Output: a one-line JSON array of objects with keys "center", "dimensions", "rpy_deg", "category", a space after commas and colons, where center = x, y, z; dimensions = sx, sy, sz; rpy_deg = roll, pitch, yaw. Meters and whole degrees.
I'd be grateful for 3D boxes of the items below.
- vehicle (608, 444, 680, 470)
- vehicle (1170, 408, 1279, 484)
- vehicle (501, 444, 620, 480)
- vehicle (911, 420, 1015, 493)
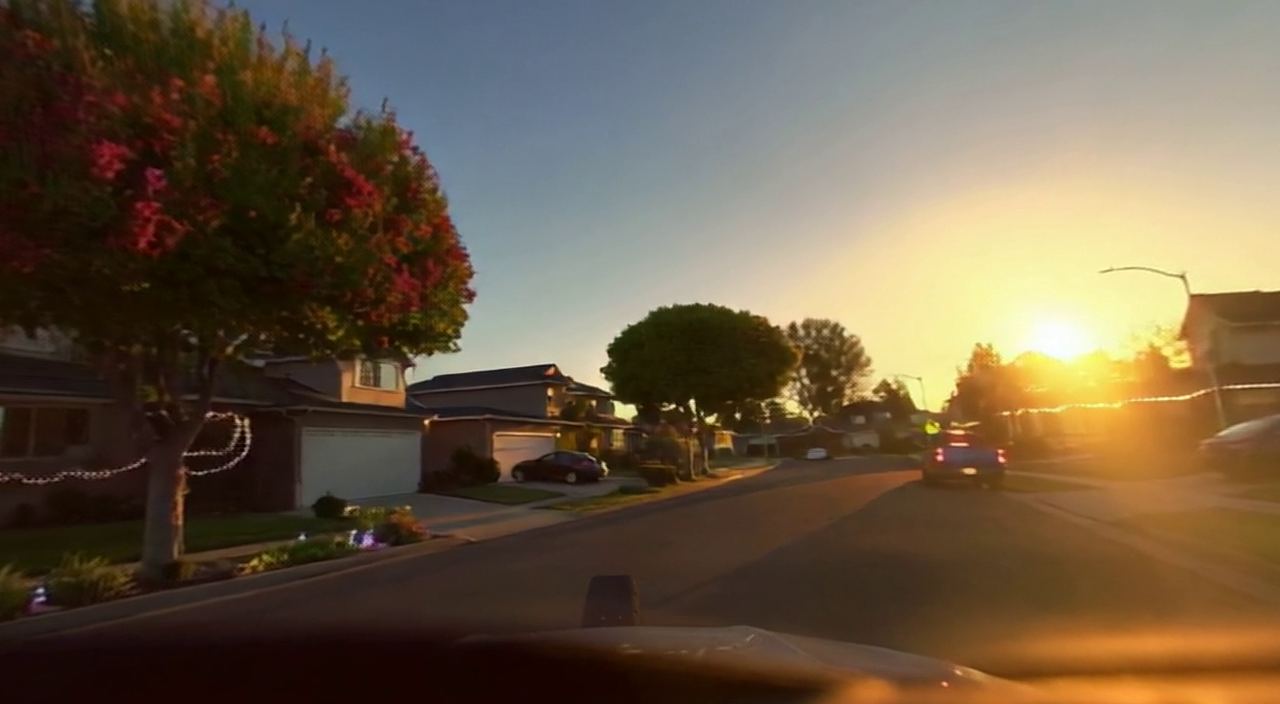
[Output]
[{"center": [0.260, 6.791, 40.970], "dimensions": [4.319, 1.605, 1.770], "rpy_deg": [-3, -9, 16], "category": "vehicle"}, {"center": [14.185, 1.966, 13.369], "dimensions": [3.984, 1.515, 1.903], "rpy_deg": [-2, -8, 11], "category": "vehicle"}, {"center": [-3.516, 4.831, 27.938], "dimensions": [4.916, 1.485, 1.807], "rpy_deg": [-3, -9, 18], "category": "vehicle"}, {"center": [10.354, 3.340, 20.661], "dimensions": [2.552, 2.024, 5.414], "rpy_deg": [-4, -9, 23], "category": "vehicle"}]
